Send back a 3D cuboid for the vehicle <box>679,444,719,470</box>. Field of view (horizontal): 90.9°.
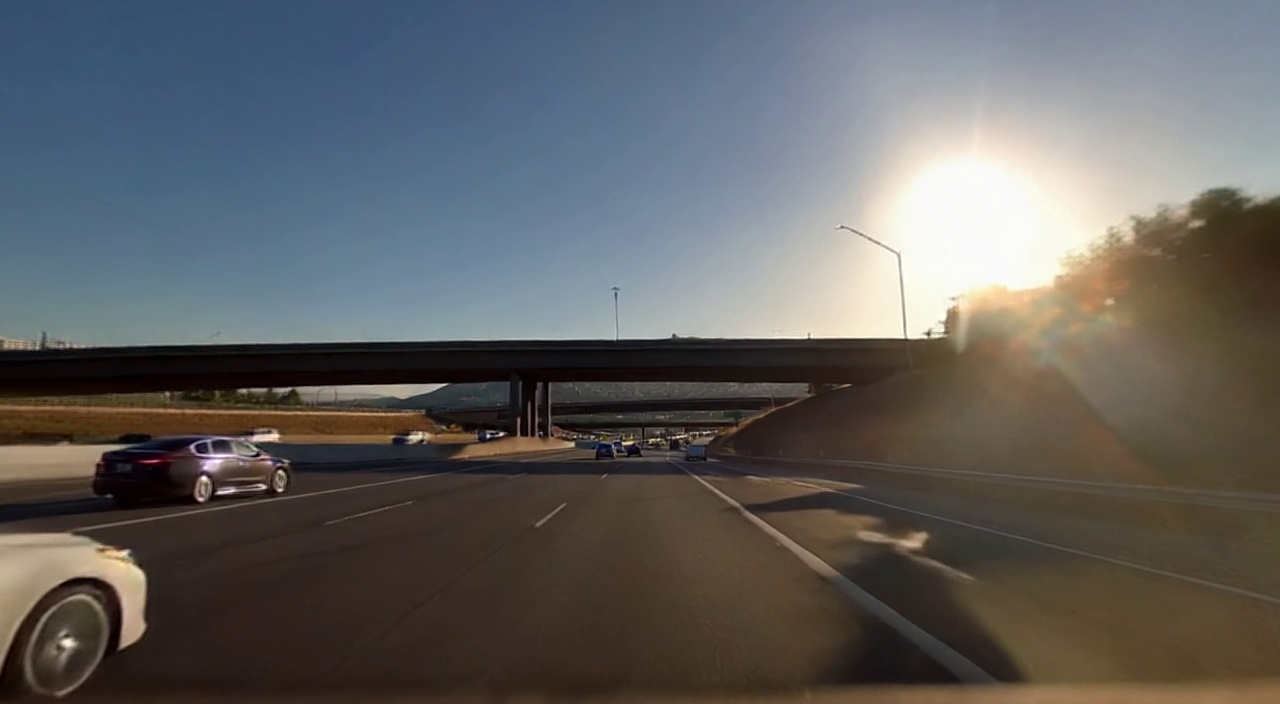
[{"bbox_3d":[3.647,6.543,39.730,2.059,1.509,4.670,0,-8,0],"label":"vehicle"}]

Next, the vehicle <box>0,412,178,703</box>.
[{"bbox_3d":[-3.820,0.840,1.584,1.990,1.477,4.308,0,-8,1],"label":"vehicle"}]
